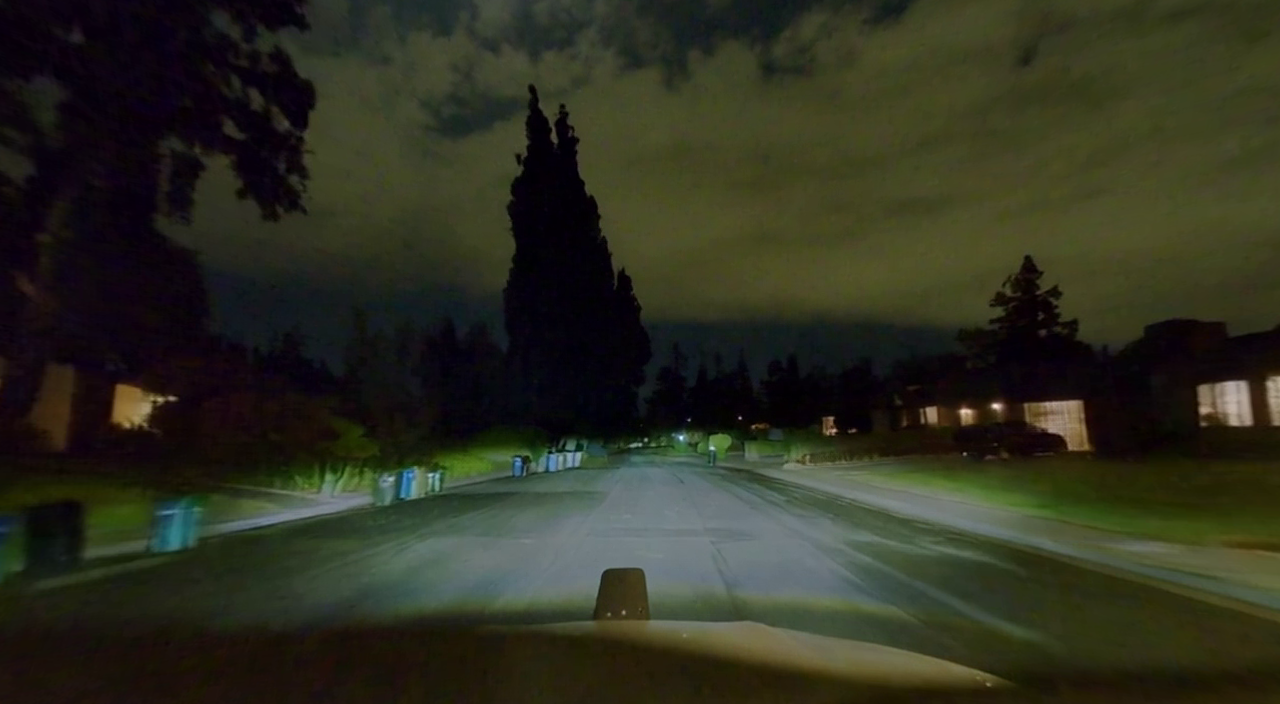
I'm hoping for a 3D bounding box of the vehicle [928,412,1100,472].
[{"bbox_3d":[12.436,3.031,21.157,4.581,1.853,2.024,2,-8,-7],"label":"vehicle"}]
